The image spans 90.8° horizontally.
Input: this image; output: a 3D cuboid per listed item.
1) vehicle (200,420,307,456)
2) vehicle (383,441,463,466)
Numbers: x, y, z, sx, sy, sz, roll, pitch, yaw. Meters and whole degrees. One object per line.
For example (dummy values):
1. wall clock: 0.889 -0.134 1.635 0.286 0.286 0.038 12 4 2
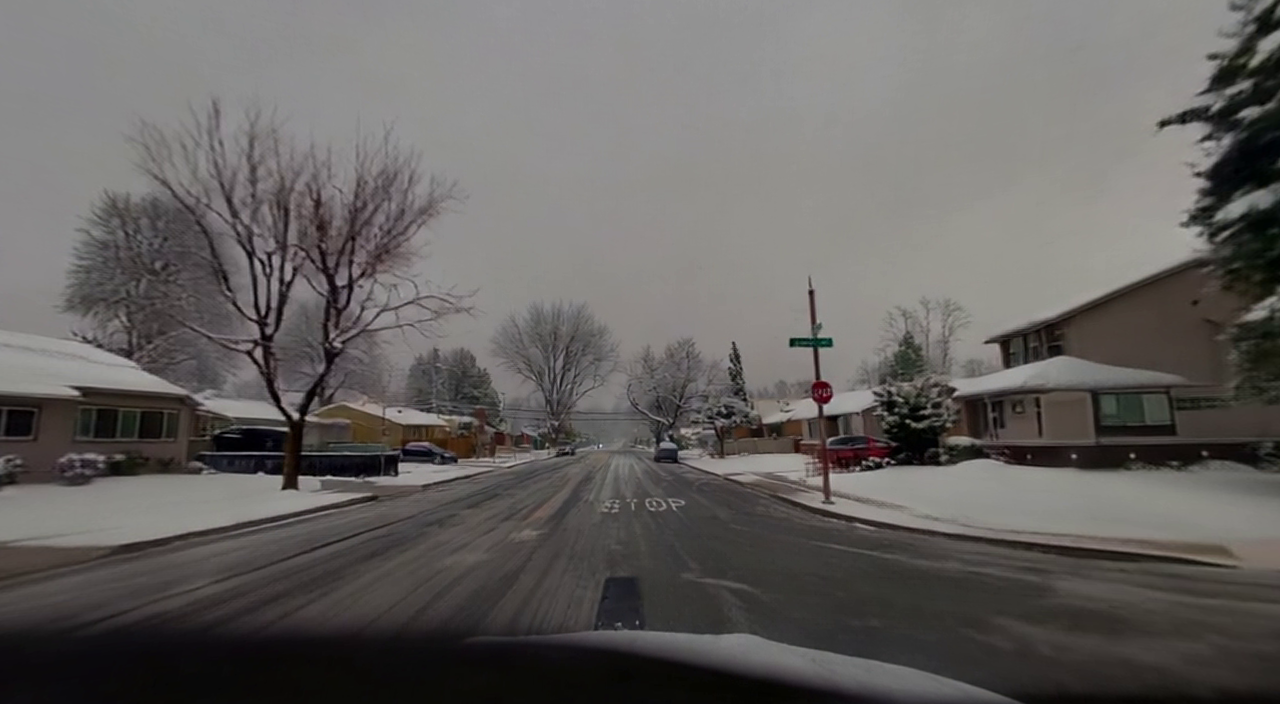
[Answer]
1. vehicle: -19.227 4.315 31.585 4.093 1.661 1.765 0 -9 -6
2. vehicle: -14.207 6.656 41.521 4.572 1.522 1.999 1 -8 -5
